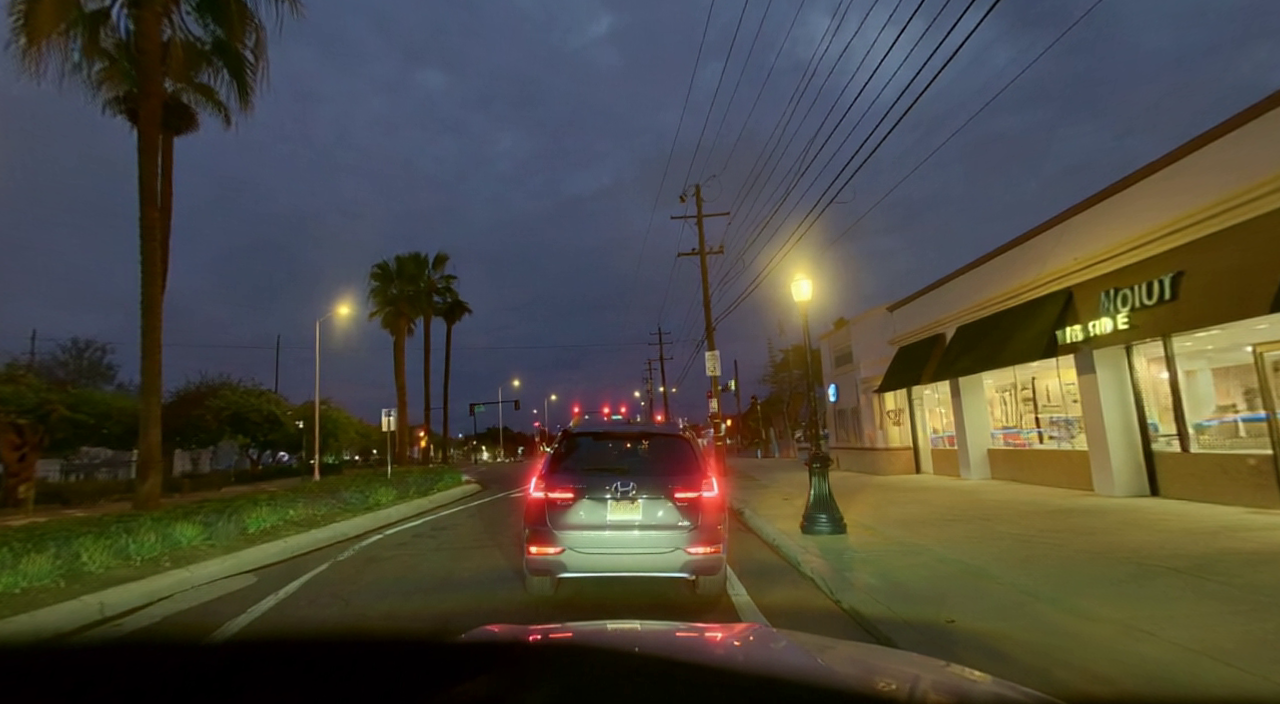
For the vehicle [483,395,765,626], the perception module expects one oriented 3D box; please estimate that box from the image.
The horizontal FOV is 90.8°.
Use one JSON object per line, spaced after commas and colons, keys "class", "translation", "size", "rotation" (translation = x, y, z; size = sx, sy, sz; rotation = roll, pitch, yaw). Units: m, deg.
{"class": "vehicle", "translation": [-0.204, 1.455, 6.680], "size": [2.105, 1.702, 3.750], "rotation": [0, -8, -3]}
